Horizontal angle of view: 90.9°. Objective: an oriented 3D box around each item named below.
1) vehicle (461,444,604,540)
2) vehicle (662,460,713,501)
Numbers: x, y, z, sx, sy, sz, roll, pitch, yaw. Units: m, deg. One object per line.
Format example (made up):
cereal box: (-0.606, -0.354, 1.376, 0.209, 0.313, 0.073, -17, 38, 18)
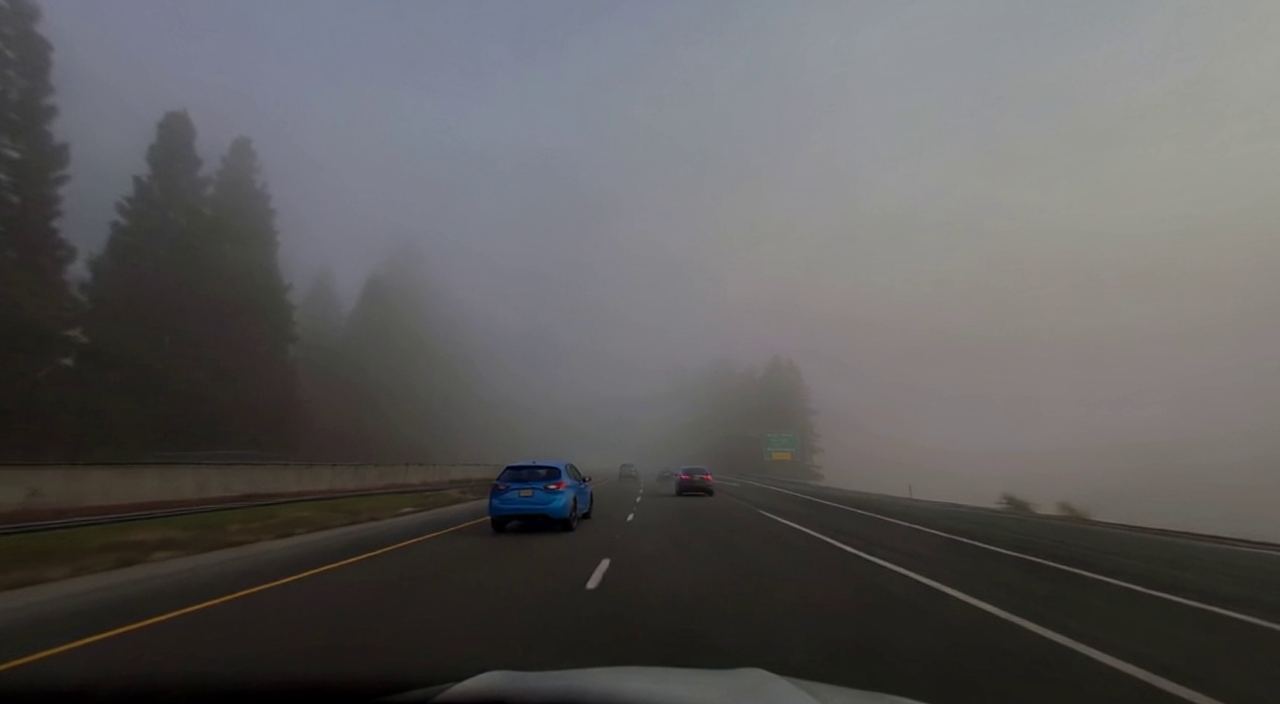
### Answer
vehicle: (-2.077, 2.966, 13.800, 2.176, 1.678, 4.724, 0, -10, 1)
vehicle: (1.964, 5.423, 26.749, 1.905, 1.559, 3.491, 1, -10, 0)
